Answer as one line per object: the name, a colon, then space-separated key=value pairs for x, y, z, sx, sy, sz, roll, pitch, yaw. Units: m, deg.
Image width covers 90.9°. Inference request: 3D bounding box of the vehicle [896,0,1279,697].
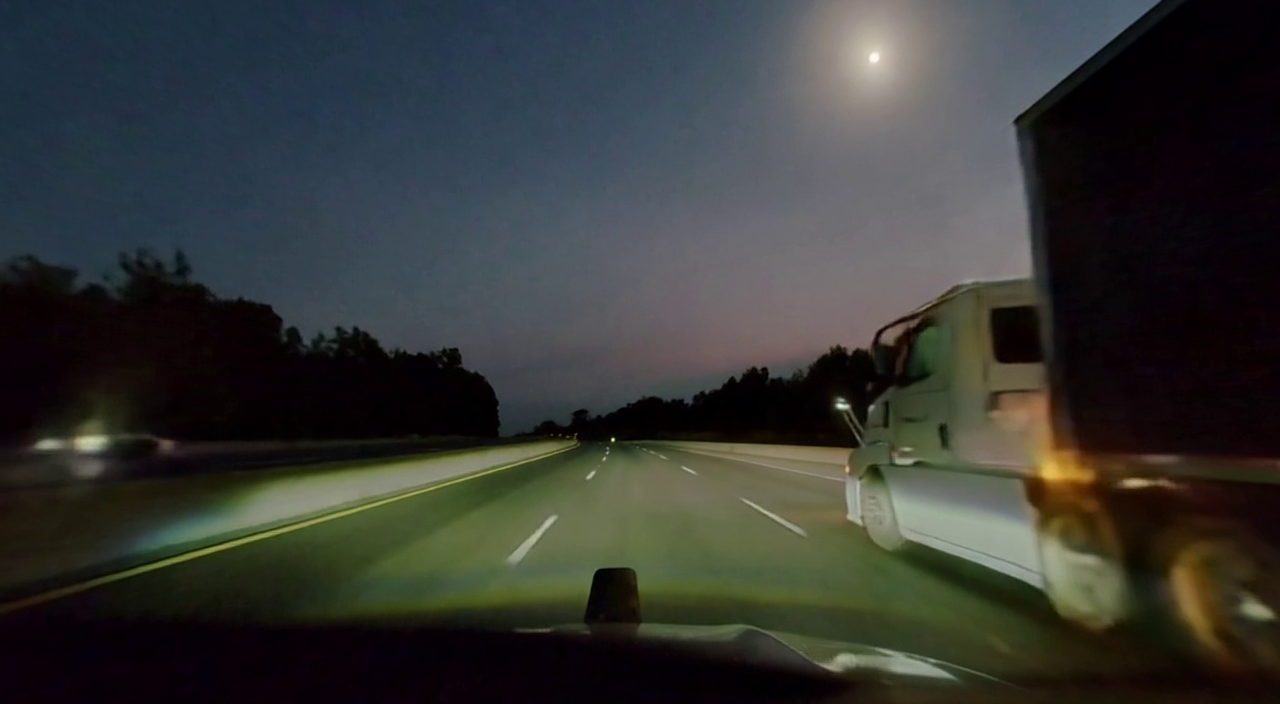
vehicle: x=4.798 y=-0.270 z=2.687 sx=2.985 sy=3.892 sz=9.938 roll=0 pitch=-8 yaw=-1
